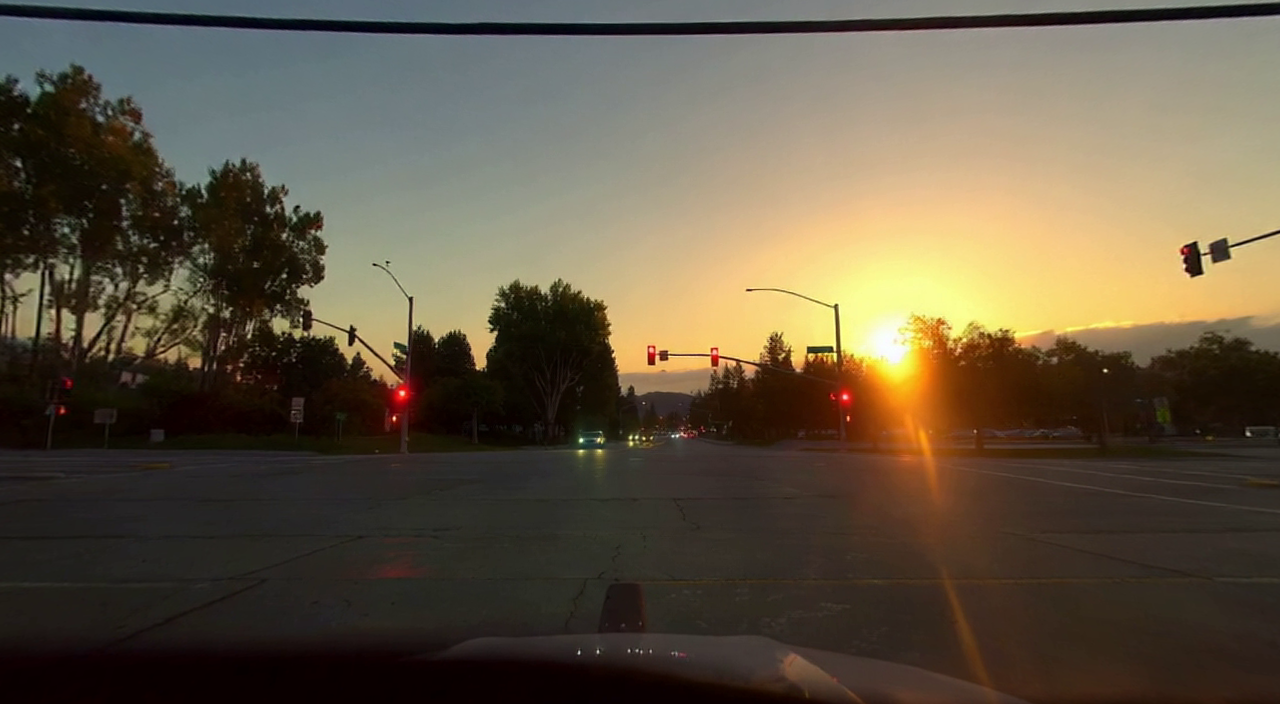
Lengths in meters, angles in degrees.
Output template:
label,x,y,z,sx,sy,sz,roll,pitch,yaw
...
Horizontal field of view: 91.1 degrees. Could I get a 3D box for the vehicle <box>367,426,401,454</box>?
label,x,y,z,sx,sy,sz,roll,pitch,yaw
vehicle,-19.956,6.849,48.883,1.873,2.079,2.879,5,-10,-33
